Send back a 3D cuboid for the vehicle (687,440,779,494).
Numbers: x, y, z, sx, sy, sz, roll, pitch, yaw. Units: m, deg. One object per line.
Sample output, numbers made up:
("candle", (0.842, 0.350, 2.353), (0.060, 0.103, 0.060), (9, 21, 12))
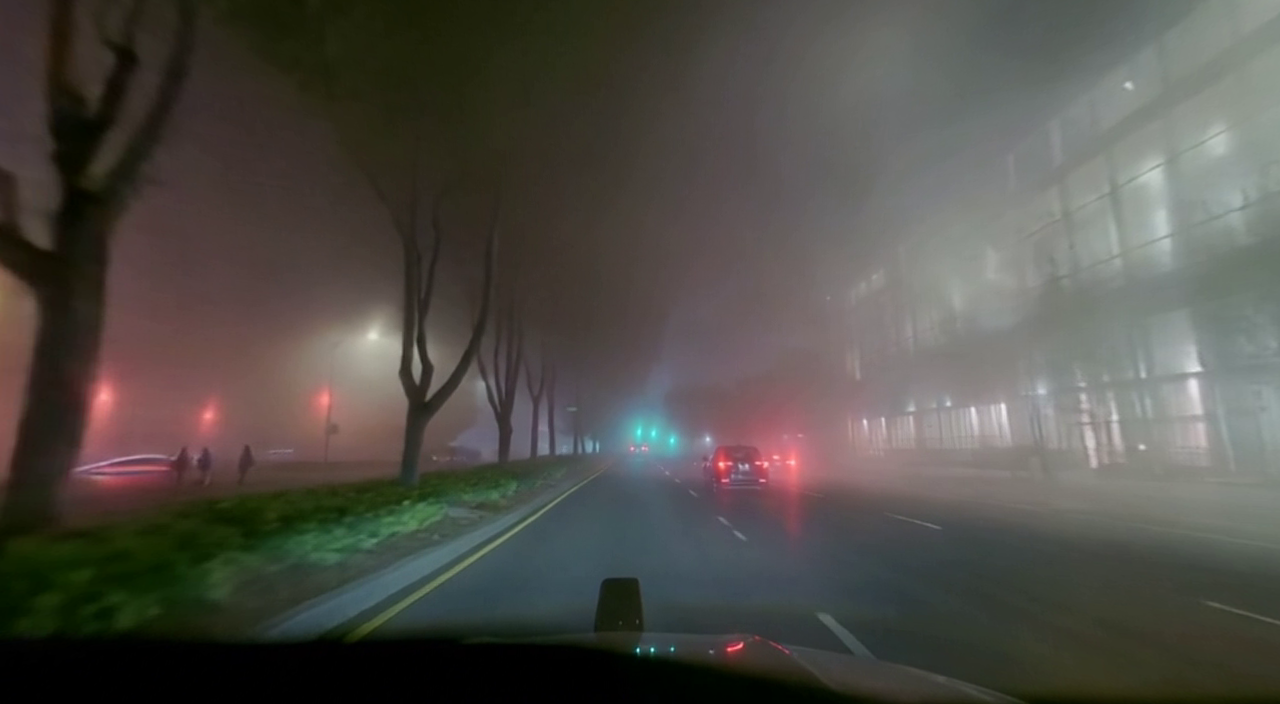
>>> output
("vehicle", (2.788, 3.580, 19.997), (2.131, 1.491, 4.496), (0, -9, -1))
